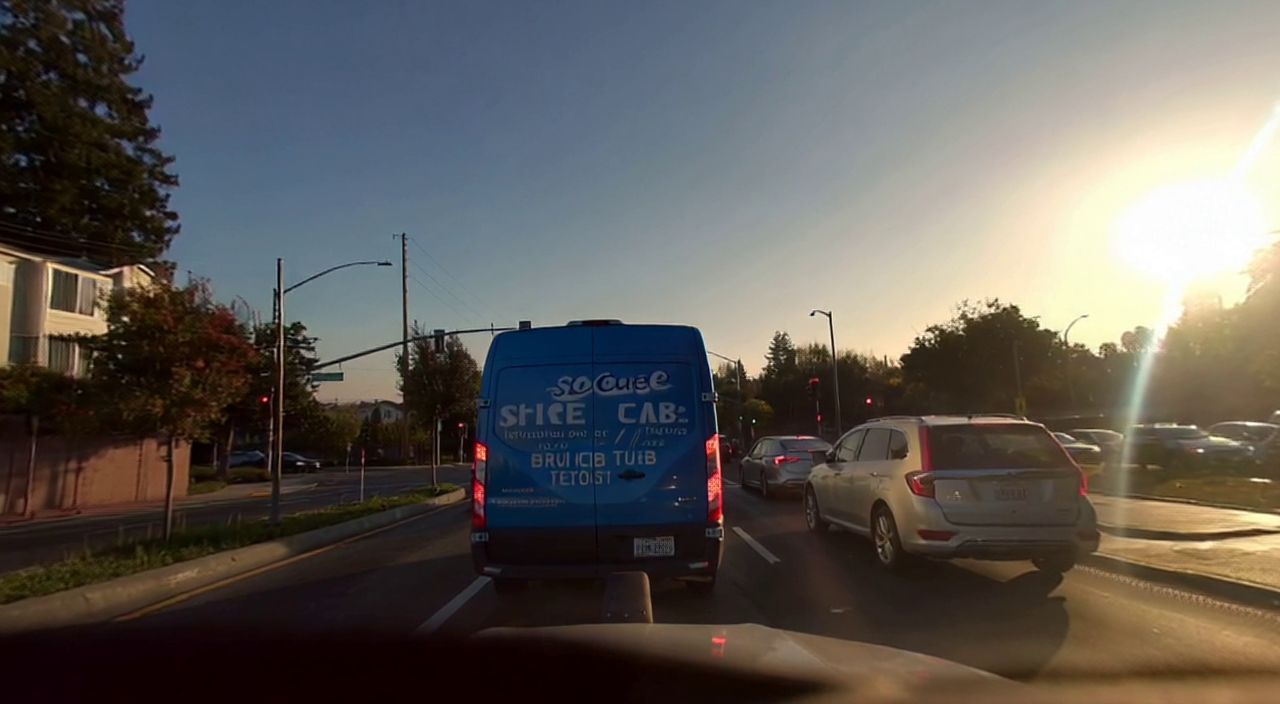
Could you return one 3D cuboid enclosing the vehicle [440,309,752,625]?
[{"bbox_3d":[-0.305,1.246,7.530,2.422,2.488,4.992,0,-8,1],"label":"vehicle"}]

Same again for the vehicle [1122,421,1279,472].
[{"bbox_3d":[17.186,2.868,19.149,3.491,1.443,1.837,0,-8,0],"label":"vehicle"}]

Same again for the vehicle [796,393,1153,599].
[{"bbox_3d":[3.435,1.560,7.670,1.965,1.771,4.295,0,-8,0],"label":"vehicle"}]
